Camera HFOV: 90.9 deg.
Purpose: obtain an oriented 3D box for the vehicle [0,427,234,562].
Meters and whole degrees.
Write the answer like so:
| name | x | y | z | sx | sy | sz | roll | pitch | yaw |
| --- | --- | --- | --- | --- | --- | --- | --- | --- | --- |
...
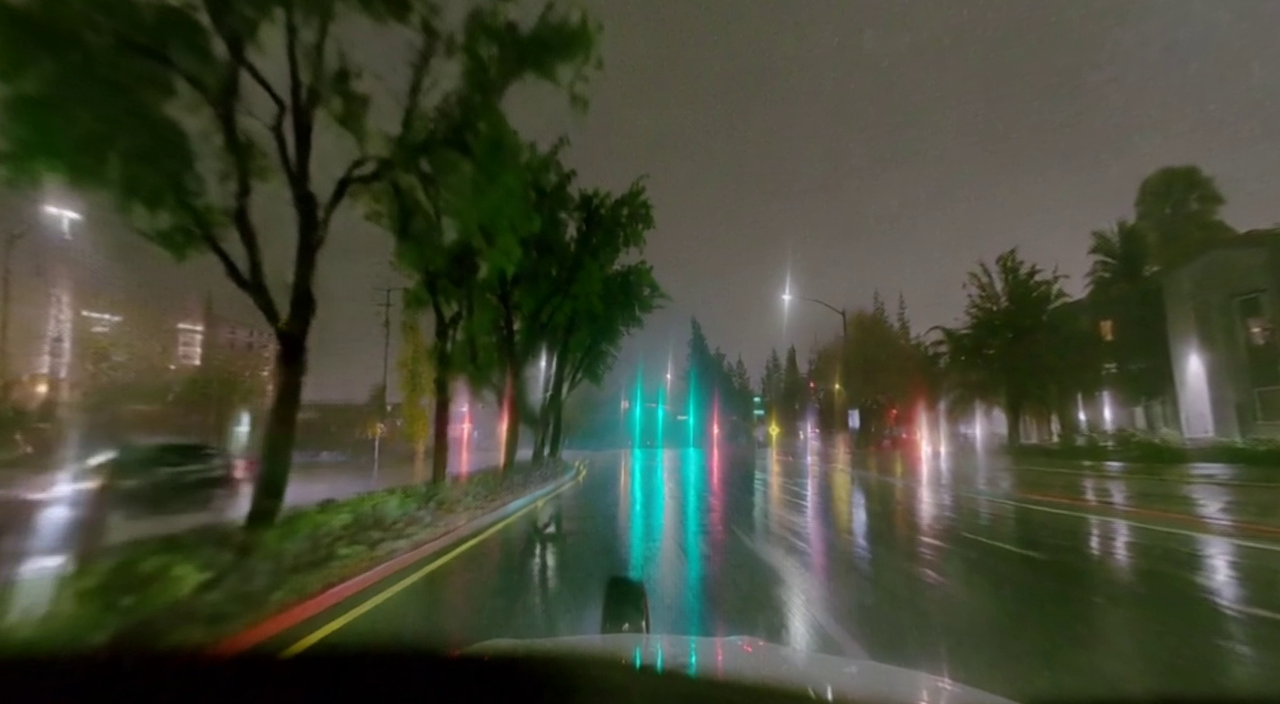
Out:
| name | x | y | z | sx | sy | sz | roll | pitch | yaw |
| --- | --- | --- | --- | --- | --- | --- | --- | --- | --- |
| vehicle | -8.290 | 1.917 | 9.155 | 1.936 | 1.525 | 4.214 | 0 | -8 | 0 |
